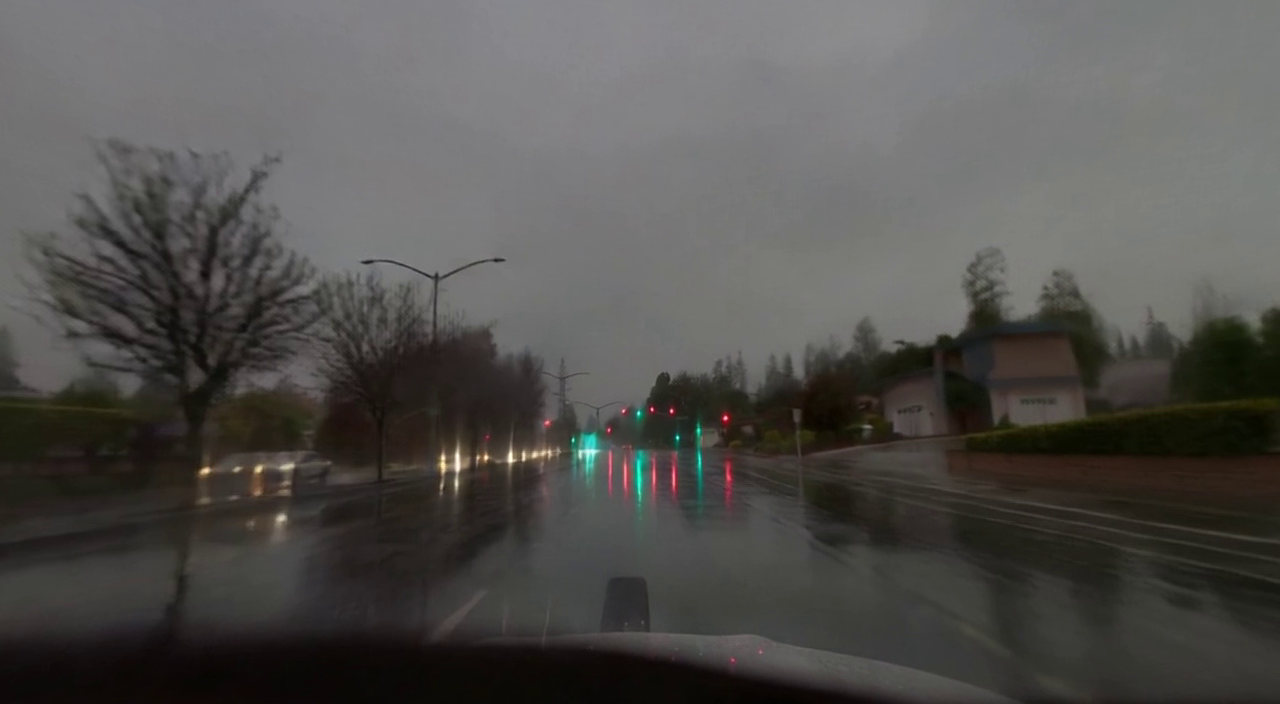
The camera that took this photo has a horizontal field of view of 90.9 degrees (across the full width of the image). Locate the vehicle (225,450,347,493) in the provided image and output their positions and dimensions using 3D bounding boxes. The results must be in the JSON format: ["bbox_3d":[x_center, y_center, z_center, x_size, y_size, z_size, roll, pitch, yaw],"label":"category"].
[{"bbox_3d":[-13.313,4.487,24.064,1.954,1.457,4.516,-1,-9,1],"label":"vehicle"}]
